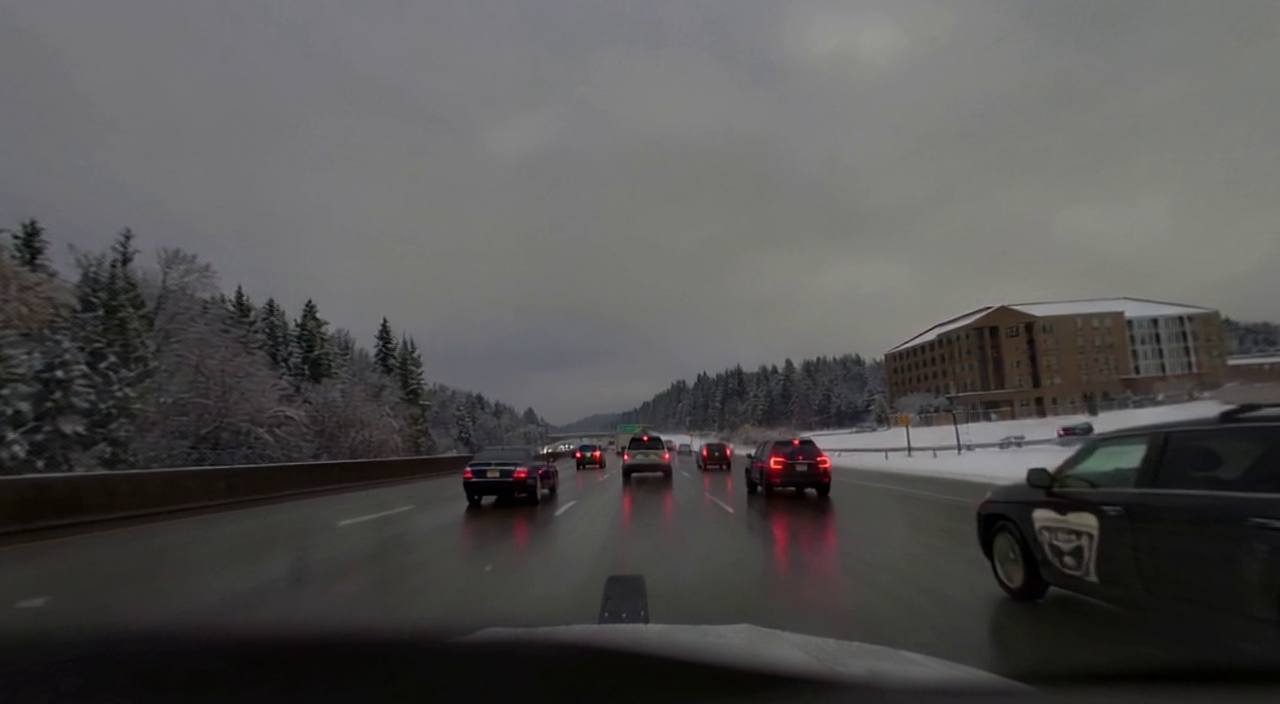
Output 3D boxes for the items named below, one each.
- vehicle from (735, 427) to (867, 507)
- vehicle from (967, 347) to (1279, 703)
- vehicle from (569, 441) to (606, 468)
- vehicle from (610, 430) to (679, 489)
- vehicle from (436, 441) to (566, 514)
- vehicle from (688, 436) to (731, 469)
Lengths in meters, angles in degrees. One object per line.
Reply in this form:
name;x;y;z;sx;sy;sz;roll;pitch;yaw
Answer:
vehicle;3.774;2.780;15.700;2.094;1.676;4.309;0;-8;-1
vehicle;3.872;0.879;3.078;2.156;1.701;4.494;0;-8;1
vehicle;-3.395;6.764;41.729;1.951;1.694;4.188;-1;-8;2
vehicle;0.145;3.694;21.979;2.153;1.805;4.631;0;-8;0
vehicle;-3.109;2.917;15.319;1.965;1.443;4.968;0;-8;1
vehicle;4.089;5.935;37.517;2.039;1.832;3.989;0;-8;-1
